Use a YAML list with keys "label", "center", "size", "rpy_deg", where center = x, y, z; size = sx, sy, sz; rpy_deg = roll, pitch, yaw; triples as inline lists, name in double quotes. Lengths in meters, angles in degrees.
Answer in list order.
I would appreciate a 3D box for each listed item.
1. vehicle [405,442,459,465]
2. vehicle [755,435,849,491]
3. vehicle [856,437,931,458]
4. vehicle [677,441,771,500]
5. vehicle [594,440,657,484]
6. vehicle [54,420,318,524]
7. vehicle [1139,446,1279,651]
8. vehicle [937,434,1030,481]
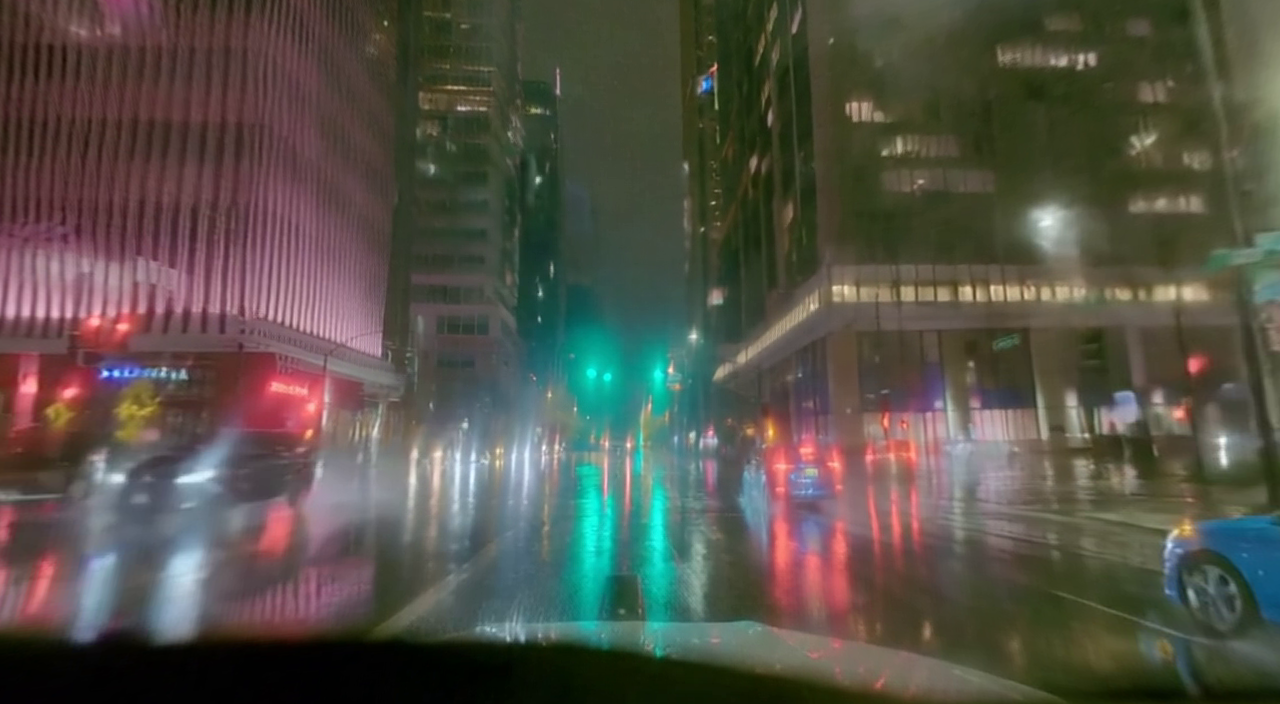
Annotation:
- label: "vehicle"
  center: [-13.020, 6.385, 39.764]
  size: [1.939, 1.326, 4.340]
  rpy_deg: [0, -9, 0]
- label: "vehicle"
  center: [5.512, 3.840, 22.177]
  size: [2.015, 1.745, 4.444]
  rpy_deg: [0, -9, -2]
- label: "vehicle"
  center: [18.954, 7.136, 47.332]
  size: [4.862, 1.495, 1.956]
  rpy_deg: [1, -9, -7]
- label: "vehicle"
  center: [2.266, 3.337, 18.288]
  size: [1.987, 1.484, 4.427]
  rpy_deg: [0, -9, -2]
- label: "vehicle"
  center: [-0.524, 3.961, 23.032]
  size: [2.096, 1.457, 4.160]
  rpy_deg: [0, -9, -1]
- label: "vehicle"
  center: [-9.316, 2.497, 13.684]
  size: [2.142, 1.817, 4.823]
  rpy_deg: [0, -9, -1]
- label: "vehicle"
  center: [5.672, 1.273, 3.521]
  size: [1.914, 1.484, 4.639]
  rpy_deg: [0, -9, -1]
- label: "vehicle"
  center: [14.452, 4.373, 26.472]
  size: [4.640, 1.794, 2.008]
  rpy_deg: [8, -12, -43]
